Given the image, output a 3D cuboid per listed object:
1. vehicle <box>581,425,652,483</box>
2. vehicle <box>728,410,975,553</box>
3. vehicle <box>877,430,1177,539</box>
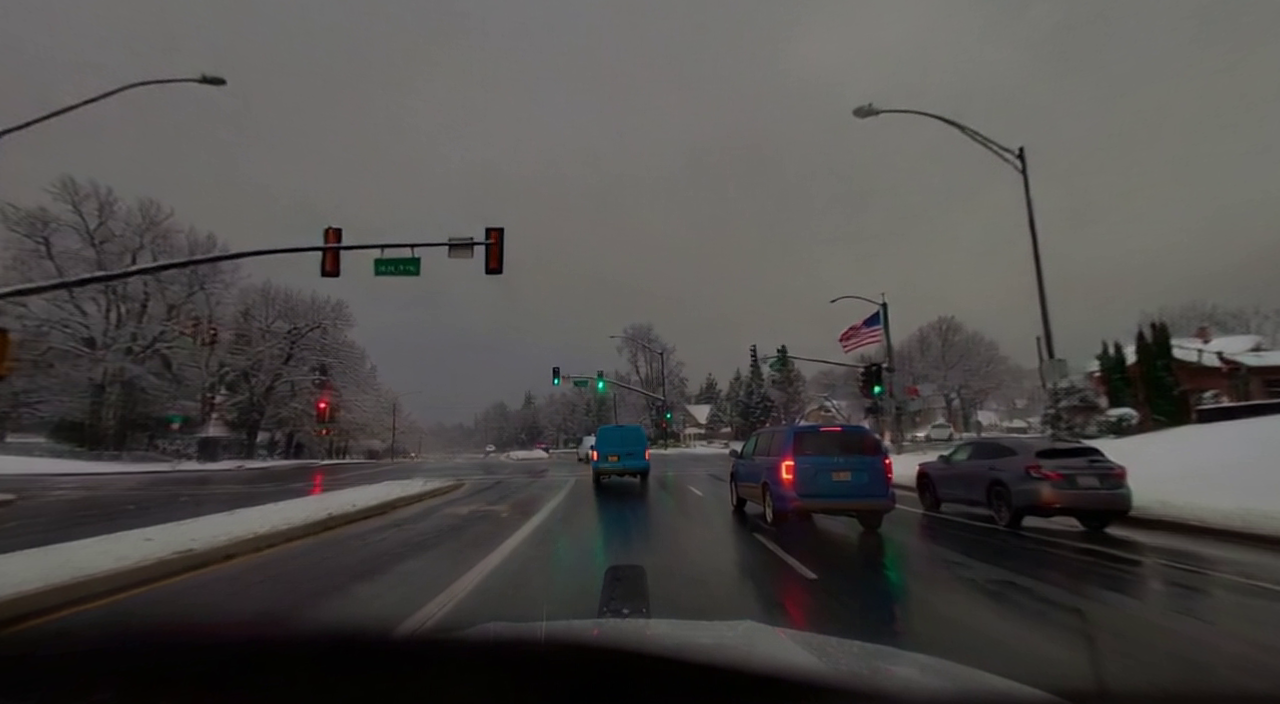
[{"bbox_3d":[-0.953,3.591,22.458,2.185,1.822,4.583,1,-9,-6],"label":"vehicle"},{"bbox_3d":[2.876,1.889,9.915,2.024,1.686,4.588,0,-9,-4],"label":"vehicle"},{"bbox_3d":[6.286,2.201,11.198,2.124,1.474,4.880,0,-9,-2],"label":"vehicle"}]
